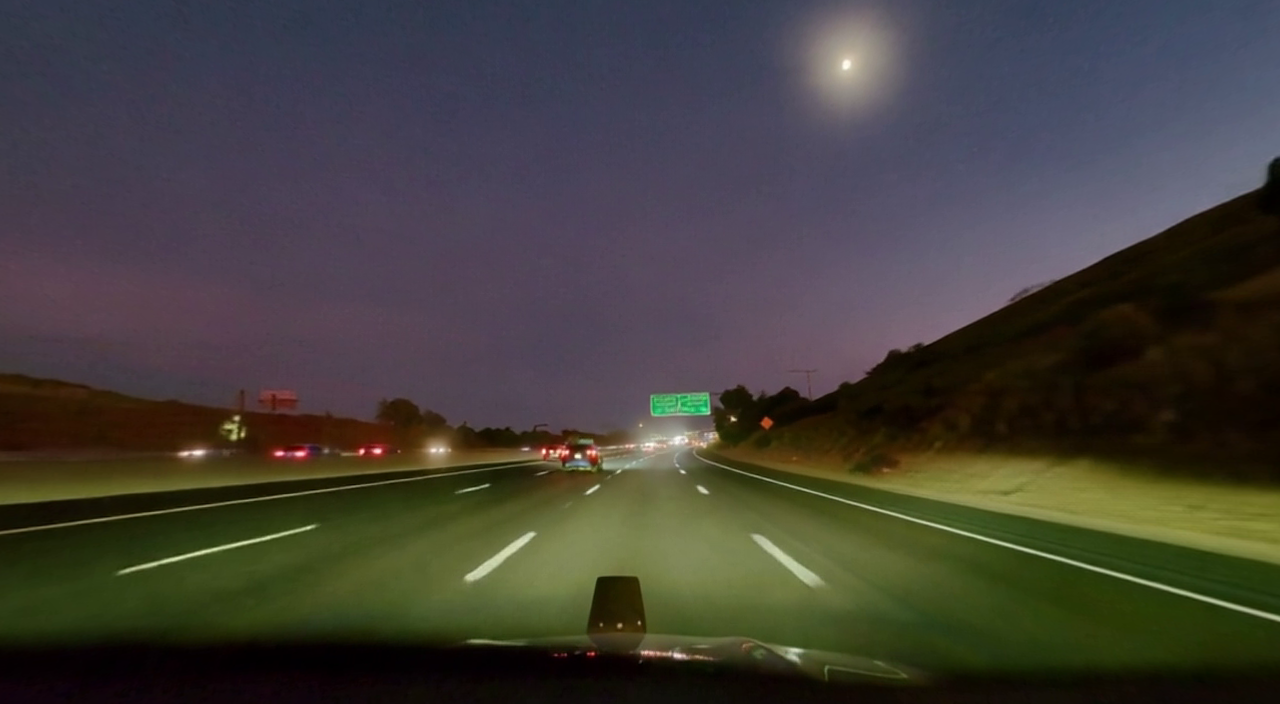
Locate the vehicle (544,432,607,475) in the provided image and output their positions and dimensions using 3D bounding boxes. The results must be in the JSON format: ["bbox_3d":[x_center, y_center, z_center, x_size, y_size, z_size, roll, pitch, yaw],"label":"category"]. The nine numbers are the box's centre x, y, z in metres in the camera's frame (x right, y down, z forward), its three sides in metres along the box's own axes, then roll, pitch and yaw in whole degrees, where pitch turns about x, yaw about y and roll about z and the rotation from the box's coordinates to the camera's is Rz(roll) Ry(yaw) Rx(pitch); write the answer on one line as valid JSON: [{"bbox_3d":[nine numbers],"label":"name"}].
[{"bbox_3d":[-3.071,4.993,31.086,2.413,1.896,5.218,-1,-8,2],"label":"vehicle"}]
